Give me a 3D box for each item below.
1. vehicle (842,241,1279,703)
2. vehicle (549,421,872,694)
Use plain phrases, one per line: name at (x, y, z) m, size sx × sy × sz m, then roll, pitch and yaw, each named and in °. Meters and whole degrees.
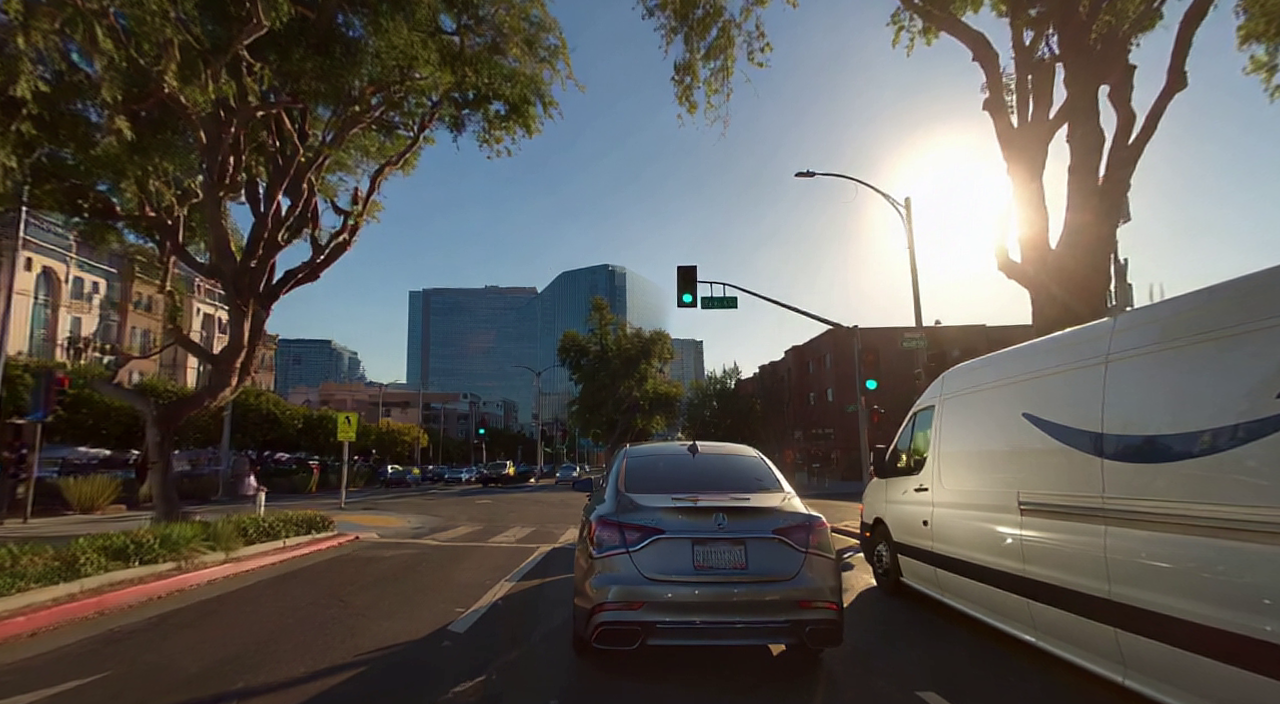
vehicle at (2.849, 0.891, 2.899) m, size 2.054 × 1.965 × 5.248 m, roll 1°, pitch -11°, yaw 0°
vehicle at (0.393, 1.590, 5.729) m, size 1.961 × 1.629 × 3.610 m, roll 1°, pitch -11°, yaw -1°
